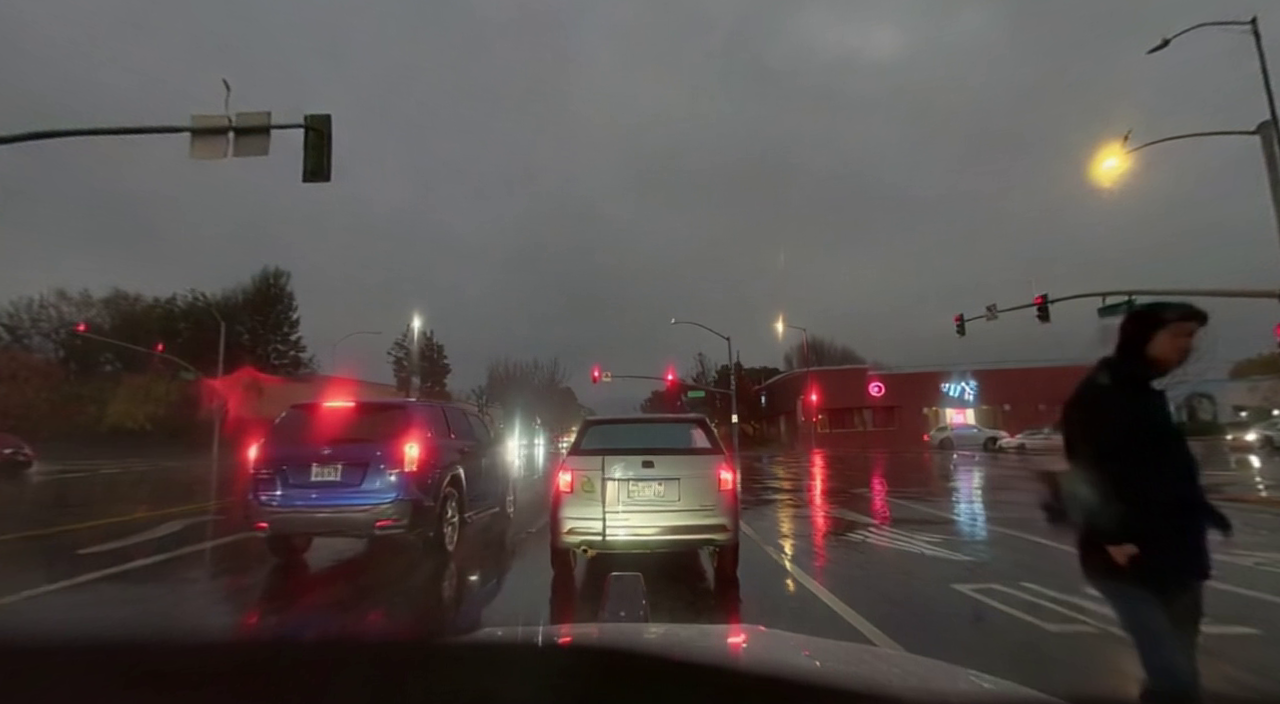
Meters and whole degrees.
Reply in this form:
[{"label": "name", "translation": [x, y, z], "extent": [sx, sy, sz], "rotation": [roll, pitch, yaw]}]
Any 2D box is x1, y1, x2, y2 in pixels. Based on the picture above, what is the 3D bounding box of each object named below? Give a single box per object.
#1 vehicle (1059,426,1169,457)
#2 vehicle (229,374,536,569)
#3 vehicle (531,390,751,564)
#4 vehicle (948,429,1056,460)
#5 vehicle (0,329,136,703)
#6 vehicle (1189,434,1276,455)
[{"label": "vehicle", "translation": [27.983, 5.320, 37.139], "extent": [4.849, 1.759, 2.041], "rotation": [0, -8, -3]}, {"label": "vehicle", "translation": [-2.941, 1.529, 8.698], "extent": [2.220, 1.926, 4.870], "rotation": [0, -8, -1]}, {"label": "vehicle", "translation": [-0.042, 1.600, 8.726], "extent": [2.204, 1.738, 4.690], "rotation": [0, -8, -1]}, {"label": "vehicle", "translation": [19.362, 4.984, 33.693], "extent": [4.624, 1.601, 1.871], "rotation": [0, -8, -3]}, {"label": "vehicle", "translation": [-3.366, 0.530, 0.608], "extent": [2.006, 1.707, 4.448], "rotation": [0, -8, 0]}, {"label": "vehicle", "translation": [41.930, 6.569, 44.484], "extent": [4.396, 1.479, 1.778], "rotation": [0, -8, -2]}]
